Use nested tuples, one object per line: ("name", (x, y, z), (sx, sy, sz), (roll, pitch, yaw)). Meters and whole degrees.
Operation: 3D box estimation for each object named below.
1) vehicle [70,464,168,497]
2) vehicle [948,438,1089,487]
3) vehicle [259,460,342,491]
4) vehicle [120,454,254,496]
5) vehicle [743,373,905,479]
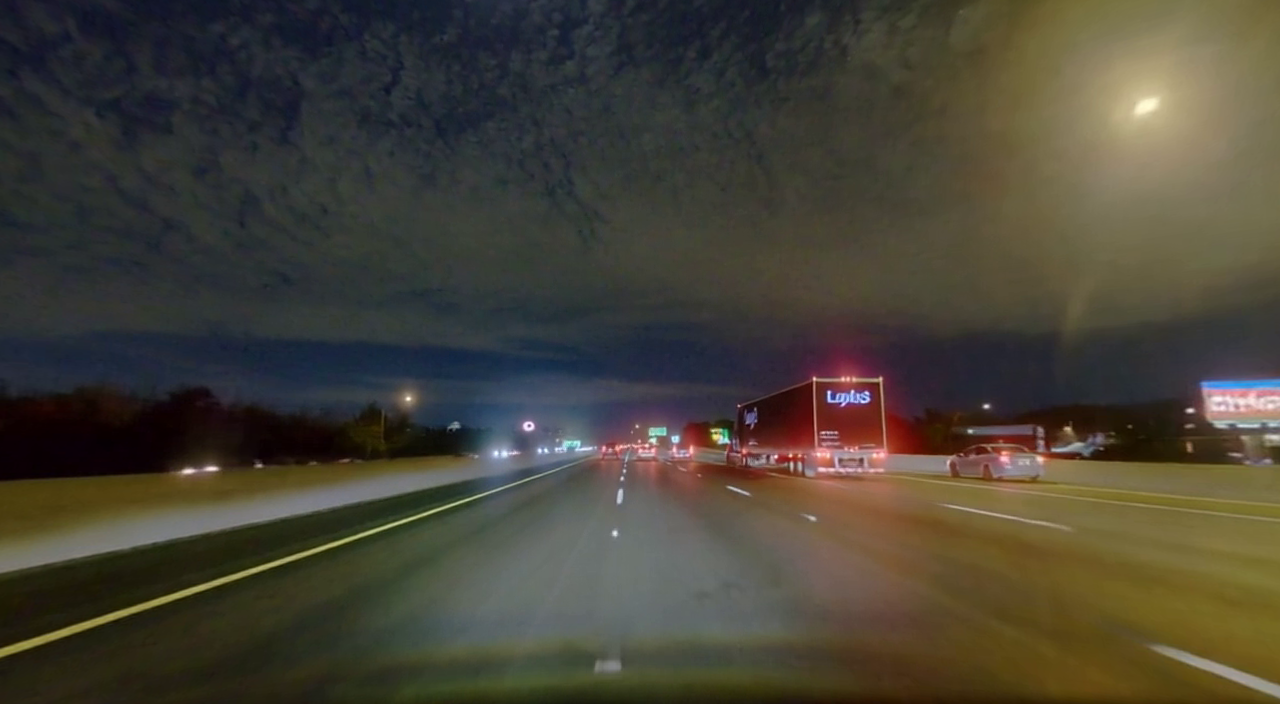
("vehicle", (-33.355, 8.204, 40.676), (2.005, 1.824, 4.923), (-1, -9, 2))
("vehicle", (12.490, 3.651, 21.238), (1.862, 1.462, 4.459), (0, -9, -2))
("vehicle", (-18.234, 6.623, 34.219), (1.996, 1.446, 4.592), (0, -9, -1))
("vehicle", (-22.496, 6.082, 31.838), (2.343, 1.836, 6.191), (0, -9, -2))
("vehicle", (8.486, 4.089, 32.818), (2.892, 4.128, 16.495), (0, -9, -2))
